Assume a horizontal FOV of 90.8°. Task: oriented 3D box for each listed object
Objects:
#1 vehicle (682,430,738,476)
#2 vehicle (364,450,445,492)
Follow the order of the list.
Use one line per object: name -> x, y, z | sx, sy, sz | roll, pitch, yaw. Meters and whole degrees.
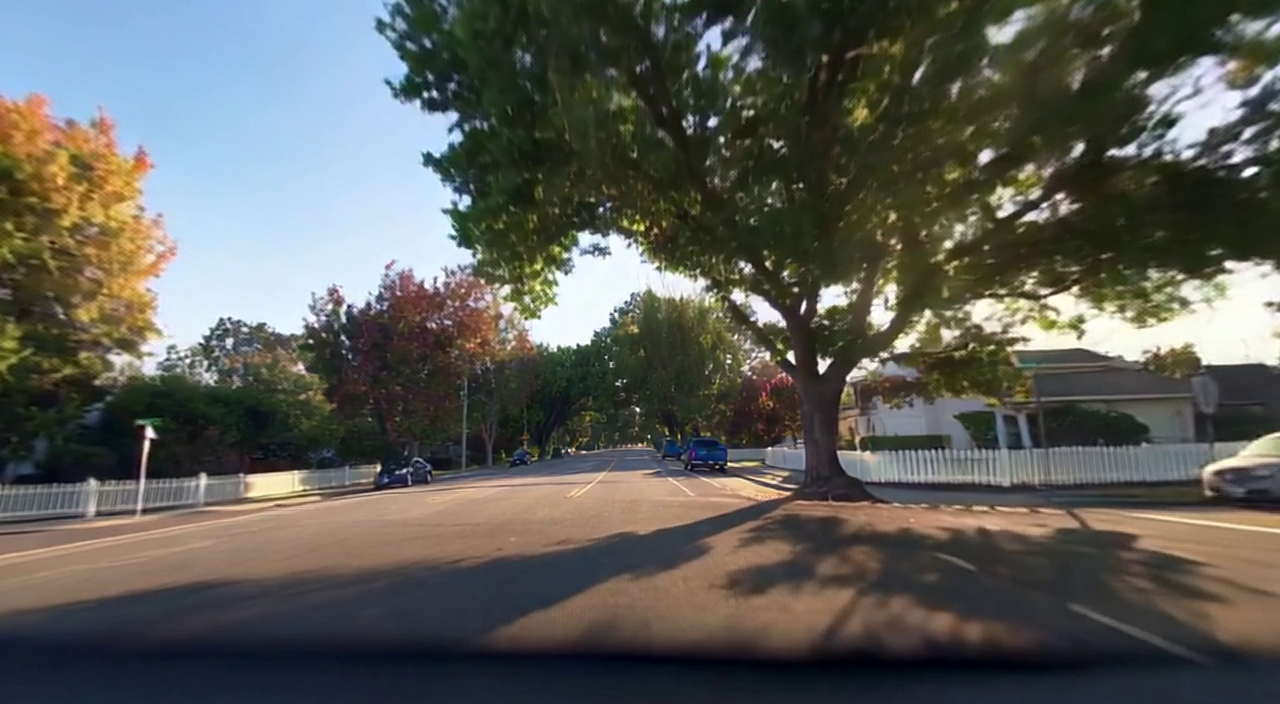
vehicle -> 3.748, 5.525, 34.796 | 2.504, 2.114, 6.073 | 5, -8, 3
vehicle -> -10.899, 5.473, 29.580 | 2.049, 1.527, 4.677 | -4, -8, -1
